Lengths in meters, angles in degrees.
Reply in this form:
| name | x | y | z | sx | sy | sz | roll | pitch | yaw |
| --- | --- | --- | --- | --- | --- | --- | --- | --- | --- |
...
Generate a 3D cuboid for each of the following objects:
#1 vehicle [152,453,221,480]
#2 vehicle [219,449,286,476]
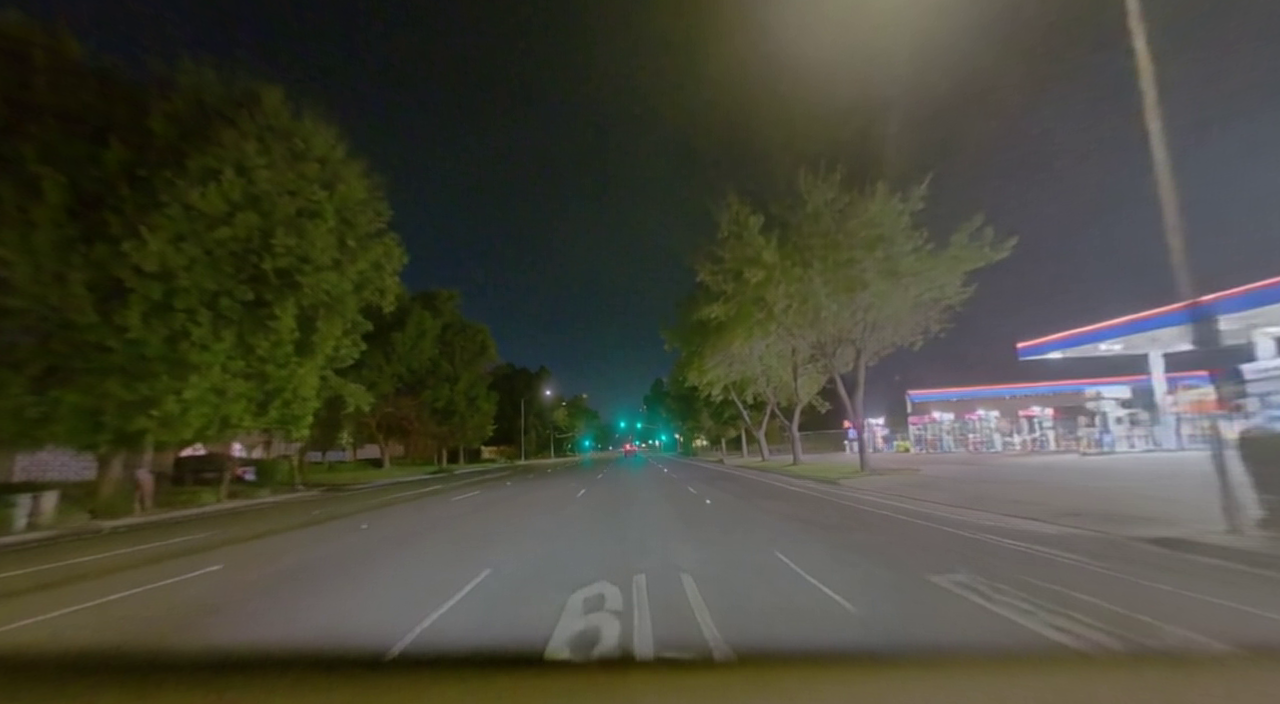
| name | x | y | z | sx | sy | sz | roll | pitch | yaw |
| --- | --- | --- | --- | --- | --- | --- | --- | --- | --- |
| vehicle | -30.194 | 7.623 | 42.204 | 1.881 | 1.444 | 4.046 | -3 | -7 | -5 |
| vehicle | -25.322 | 7.205 | 41.422 | 1.760 | 1.598 | 3.881 | -1 | -9 | 2 |
